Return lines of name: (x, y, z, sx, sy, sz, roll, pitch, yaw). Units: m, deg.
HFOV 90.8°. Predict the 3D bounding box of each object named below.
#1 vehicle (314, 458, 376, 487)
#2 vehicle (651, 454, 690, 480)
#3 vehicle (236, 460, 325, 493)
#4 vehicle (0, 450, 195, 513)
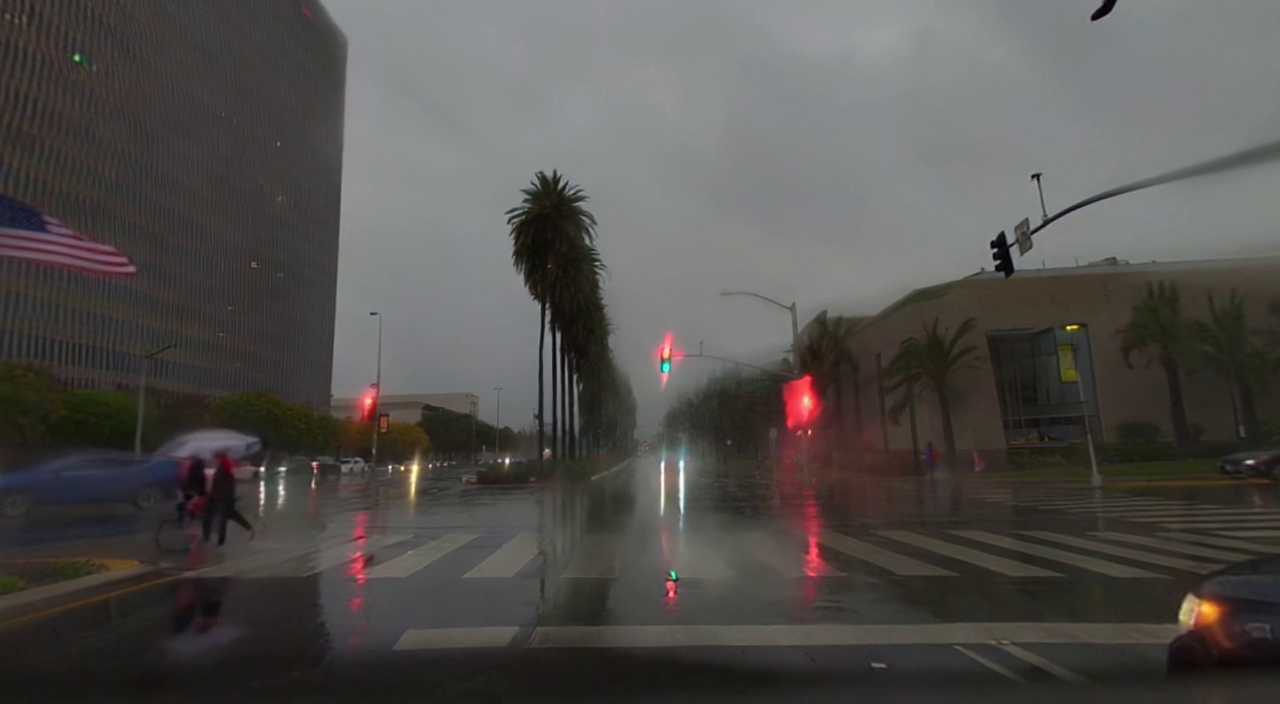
vehicle: (-20.113, 8.227, 43.351, 2.043, 1.745, 4.420, 0, -9, 1)
vehicle: (1.956, 7.515, 41.590, 2.000, 1.525, 4.273, 0, -8, -5)
vehicle: (-19.934, 6.907, 35.326, 2.069, 1.540, 4.774, 0, -8, 1)
vehicle: (-15.744, 3.658, 18.231, 4.499, 1.594, 1.898, 5, -10, -31)
